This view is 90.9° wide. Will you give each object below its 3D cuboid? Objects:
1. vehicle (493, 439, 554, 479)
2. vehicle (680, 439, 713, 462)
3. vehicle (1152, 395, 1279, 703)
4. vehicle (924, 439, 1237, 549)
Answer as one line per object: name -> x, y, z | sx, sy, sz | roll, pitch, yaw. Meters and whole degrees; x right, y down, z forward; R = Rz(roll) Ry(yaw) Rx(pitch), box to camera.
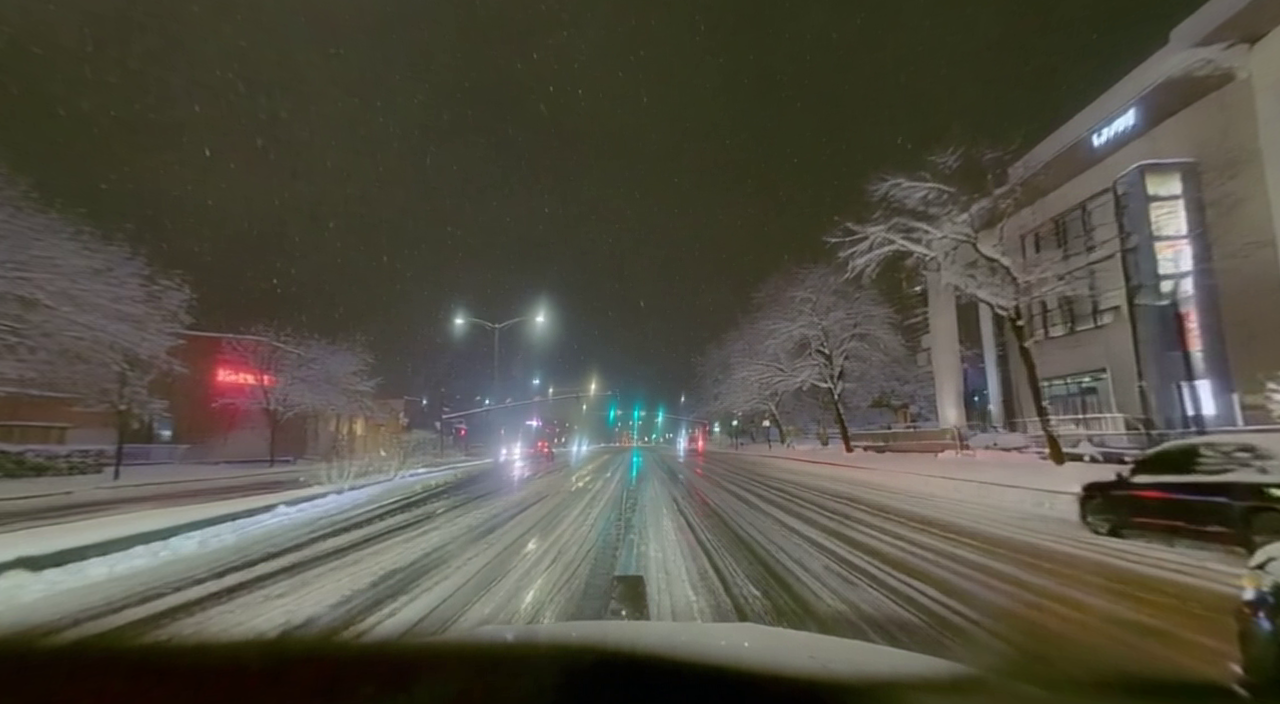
vehicle -> -4.712, 4.372, 26.087 | 1.917, 1.511, 4.436 | 0, -8, -3
vehicle -> 4.305, 7.562, 48.461 | 2.007, 1.683, 4.171 | 0, -8, -1
vehicle -> 3.438, 0.660, 0.682 | 1.981, 1.499, 4.536 | 0, -8, 1
vehicle -> 7.280, 2.349, 11.271 | 2.090, 1.515, 4.731 | 0, -8, -1
